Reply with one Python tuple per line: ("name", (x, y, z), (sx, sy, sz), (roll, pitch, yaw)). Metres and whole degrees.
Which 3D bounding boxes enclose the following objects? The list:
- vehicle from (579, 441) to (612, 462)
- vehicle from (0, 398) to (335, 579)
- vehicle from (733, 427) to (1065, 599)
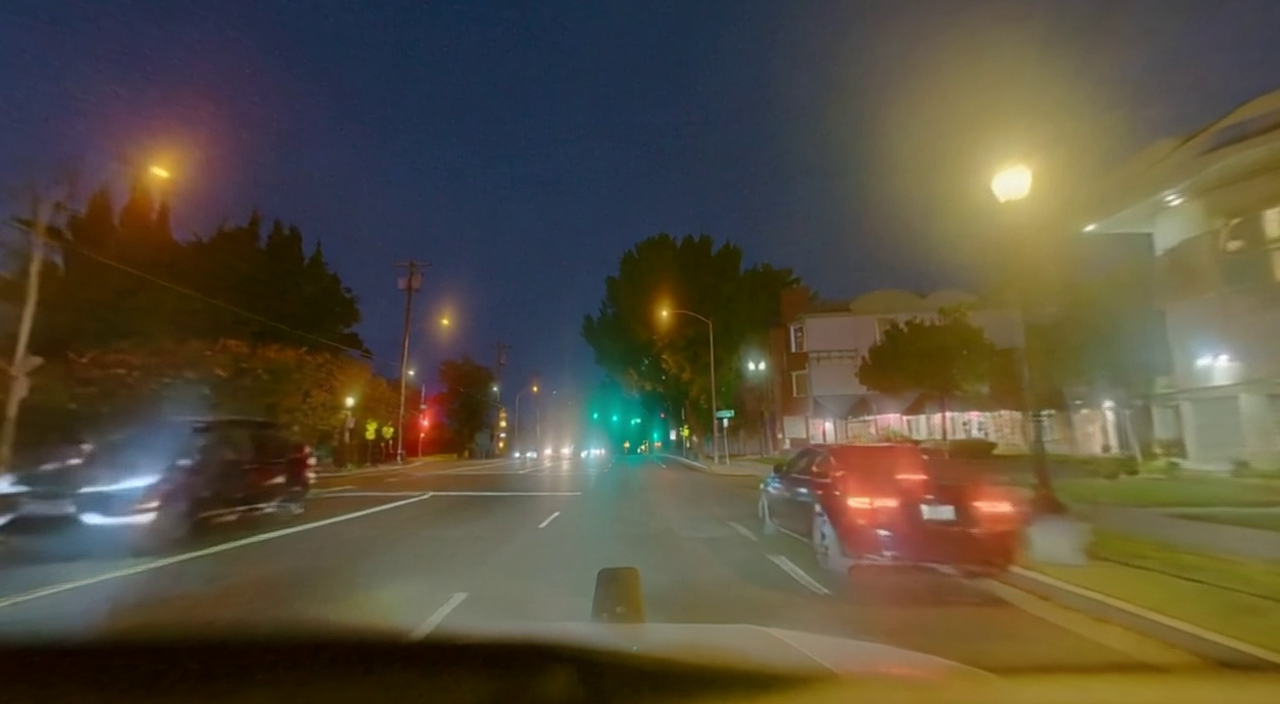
("vehicle", (-3.226, 7.339, 46.559), (2.122, 1.469, 4.388), (0, -8, 0))
("vehicle", (-6.704, 1.728, 8.877), (2.371, 1.800, 4.987), (0, -8, -1))
("vehicle", (2.644, 1.754, 7.942), (2.034, 1.491, 4.618), (0, -8, -3))
